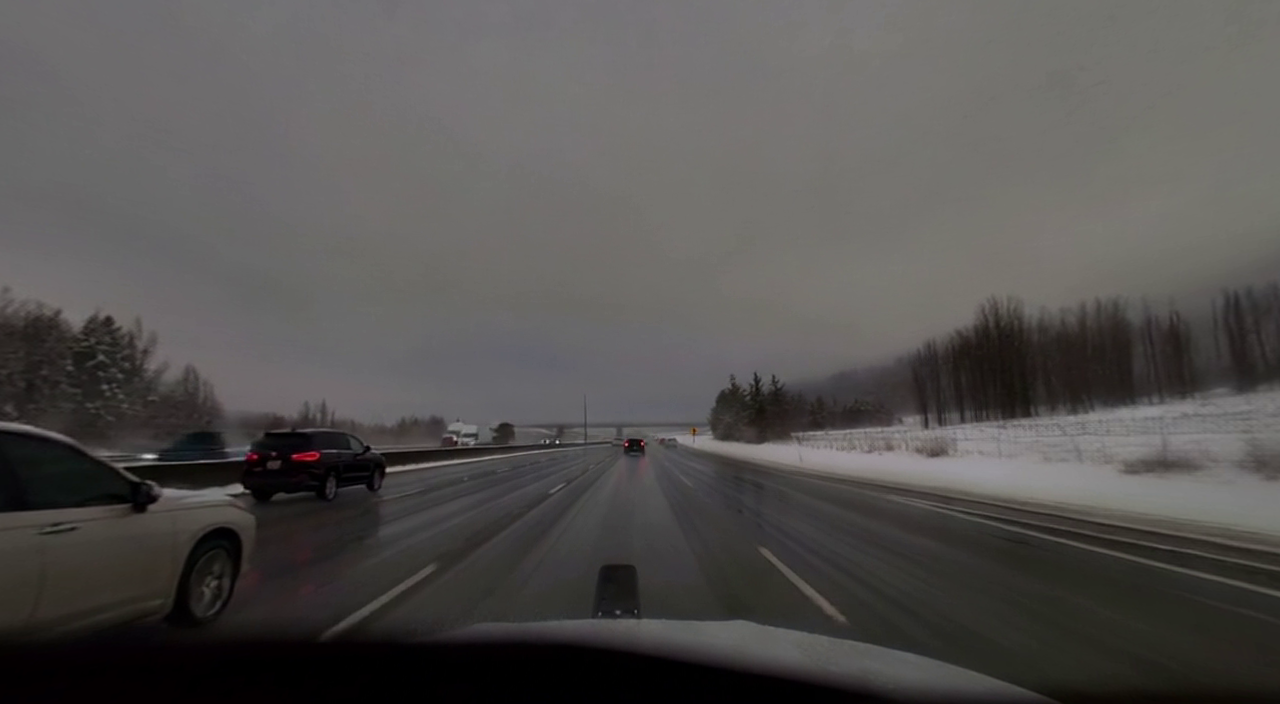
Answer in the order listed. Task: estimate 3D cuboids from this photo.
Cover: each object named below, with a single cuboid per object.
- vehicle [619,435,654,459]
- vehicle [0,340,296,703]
[{"bbox_3d":[-0.223,6.126,40.751,2.140,1.475,3.969,0,-8,-1],"label":"vehicle"},{"bbox_3d":[-3.808,0.819,2.799,2.070,1.703,4.452,0,-8,-1],"label":"vehicle"}]
